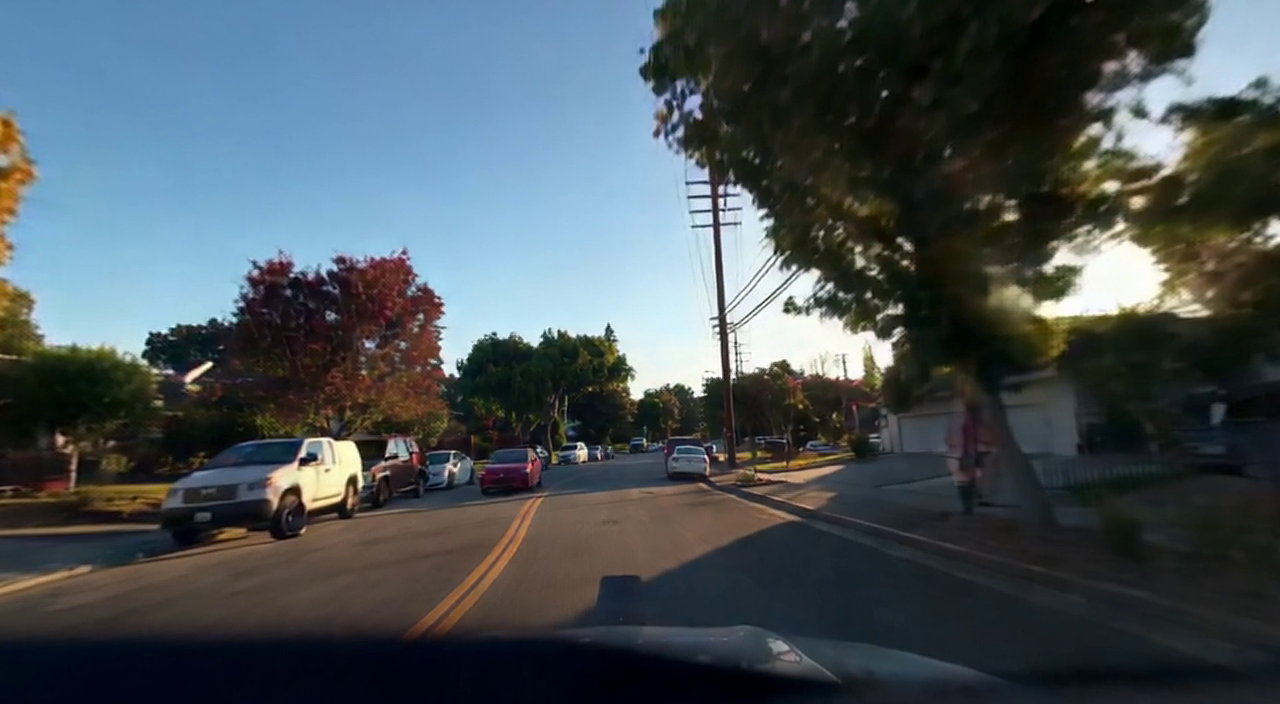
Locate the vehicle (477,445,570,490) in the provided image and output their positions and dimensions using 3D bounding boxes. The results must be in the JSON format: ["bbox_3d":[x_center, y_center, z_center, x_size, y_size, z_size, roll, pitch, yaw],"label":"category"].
[{"bbox_3d":[-4.169,4.217,23.446,2.448,1.475,4.568,0,-9,2],"label":"vehicle"}]

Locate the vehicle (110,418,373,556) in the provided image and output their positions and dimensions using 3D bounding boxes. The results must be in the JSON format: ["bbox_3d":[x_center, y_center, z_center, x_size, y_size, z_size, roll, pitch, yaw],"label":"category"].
[{"bbox_3d":[-7.416,2.549,12.755,2.312,2.032,5.585,-1,-9,-8],"label":"vehicle"}]

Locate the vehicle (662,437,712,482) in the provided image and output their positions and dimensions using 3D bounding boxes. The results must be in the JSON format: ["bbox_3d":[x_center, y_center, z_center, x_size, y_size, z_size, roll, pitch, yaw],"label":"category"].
[{"bbox_3d":[2.095,4.783,28.423,2.032,1.810,5.047,-1,-9,4],"label":"vehicle"}]
